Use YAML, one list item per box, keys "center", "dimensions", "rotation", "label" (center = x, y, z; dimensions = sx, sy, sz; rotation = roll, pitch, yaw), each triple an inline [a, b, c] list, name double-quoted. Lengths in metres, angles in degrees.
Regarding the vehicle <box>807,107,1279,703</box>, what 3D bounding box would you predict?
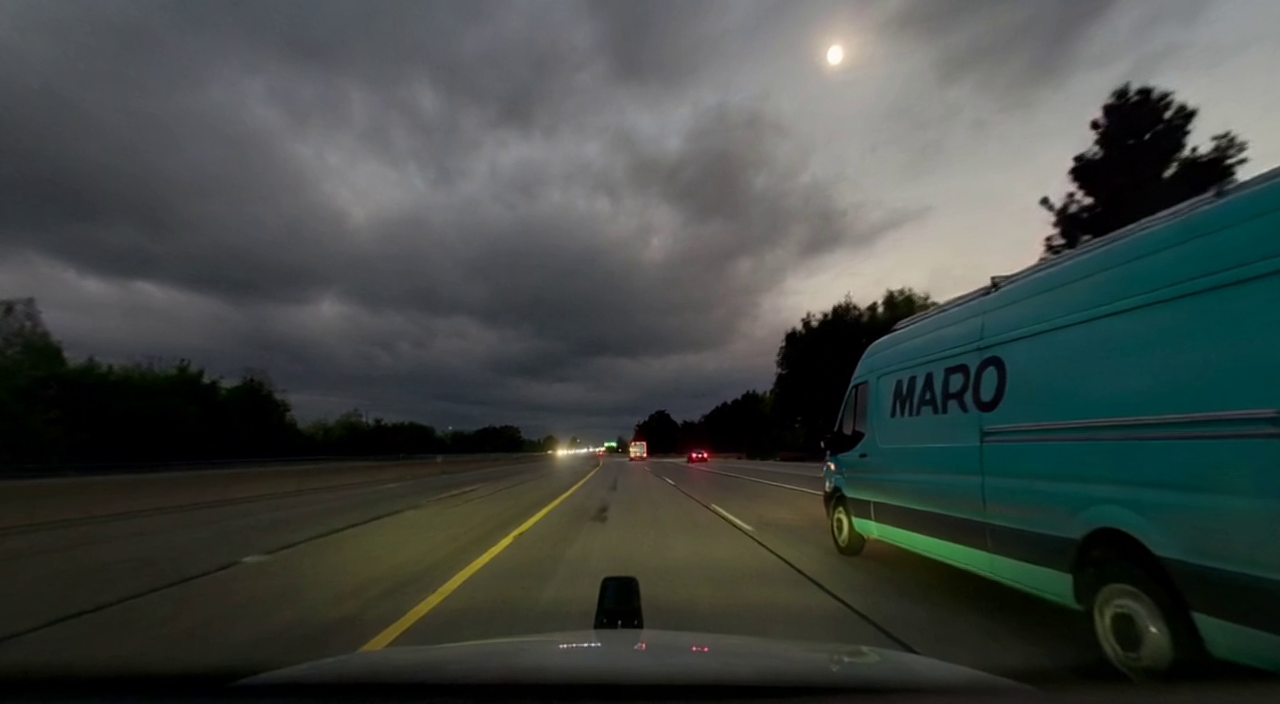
- center: [3.625, 0.782, 5.059]
  dimensions: [2.355, 2.664, 7.367]
  rotation: [0, -9, -1]
  label: "vehicle"
